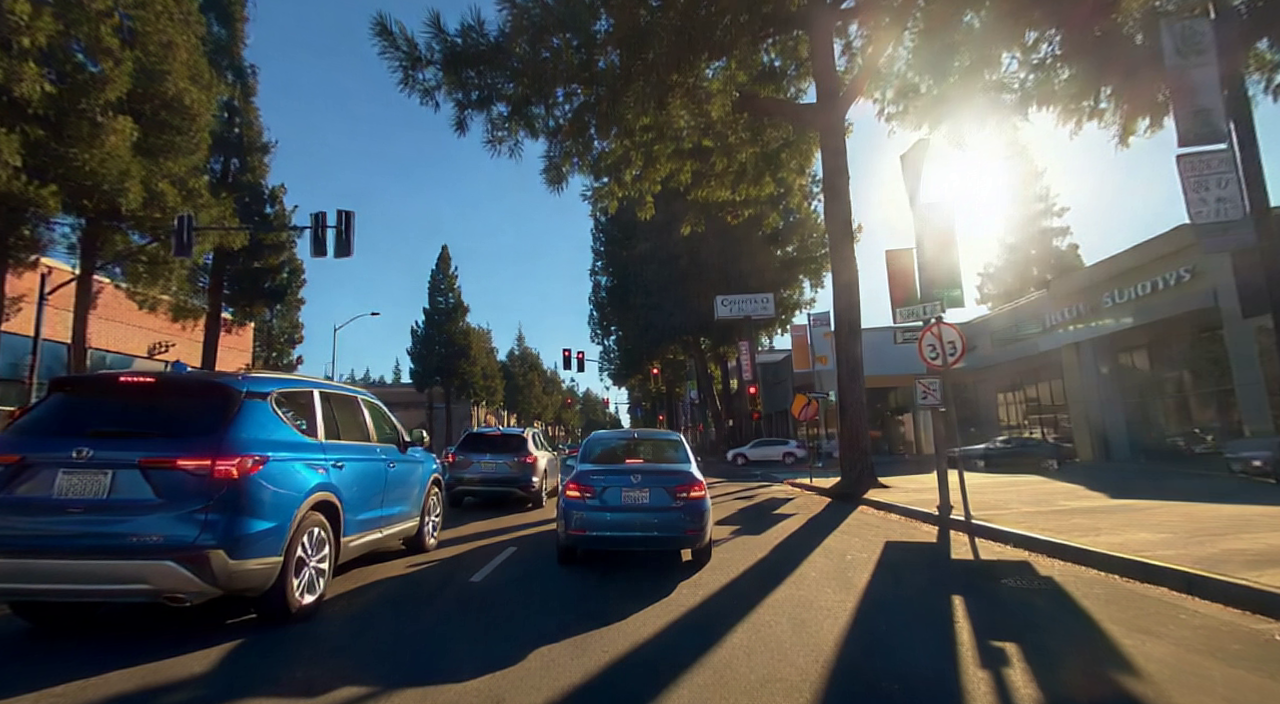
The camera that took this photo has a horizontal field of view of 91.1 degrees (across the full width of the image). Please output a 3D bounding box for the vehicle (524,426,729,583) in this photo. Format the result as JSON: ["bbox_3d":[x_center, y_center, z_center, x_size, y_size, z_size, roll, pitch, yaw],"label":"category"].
[{"bbox_3d":[-0.164,1.778,8.182,1.966,1.481,4.146,0,-8,-1],"label":"vehicle"}]

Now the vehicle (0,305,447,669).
[{"bbox_3d":[-3.814,1.132,6.236,2.152,2.118,5.066,0,-8,0],"label":"vehicle"}]

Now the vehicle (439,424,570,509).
[{"bbox_3d":[-2.927,2.595,14.599,2.047,1.664,4.148,0,-8,1],"label":"vehicle"}]

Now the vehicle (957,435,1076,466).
[{"bbox_3d":[18.992,5.021,31.909,4.809,1.476,1.845,-3,-9,16],"label":"vehicle"}]

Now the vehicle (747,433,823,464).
[{"bbox_3d":[8.517,5.680,36.846,4.116,1.719,2.069,-3,-9,18],"label":"vehicle"}]
